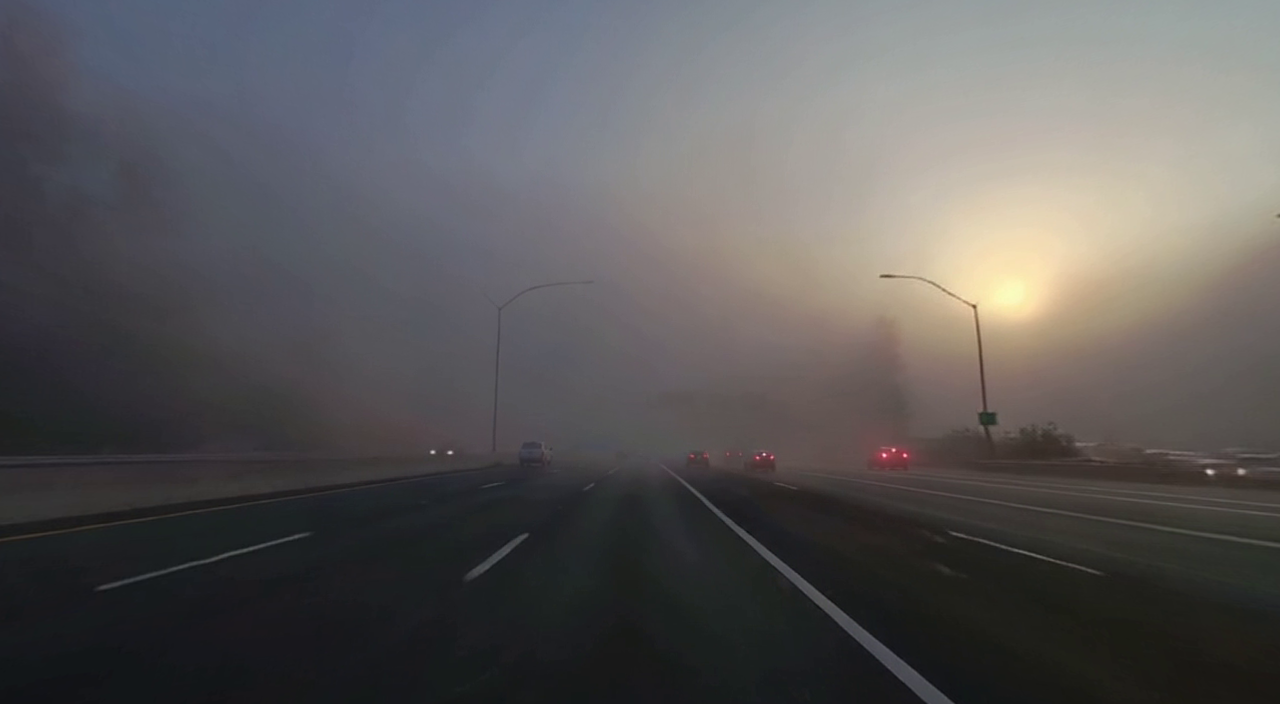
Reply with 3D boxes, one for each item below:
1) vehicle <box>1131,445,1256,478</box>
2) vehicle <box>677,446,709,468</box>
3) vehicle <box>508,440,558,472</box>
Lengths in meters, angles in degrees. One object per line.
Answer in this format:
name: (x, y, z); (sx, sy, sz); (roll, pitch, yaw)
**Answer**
vehicle: (36.671, 7.205, 41.767); (2.387, 1.982, 5.758); (7, -11, -38)
vehicle: (3.750, 7.441, 44.621); (1.950, 1.453, 3.378); (0, -9, -1)
vehicle: (-6.265, 6.100, 37.157); (2.091, 1.746, 4.437); (0, -9, 1)
